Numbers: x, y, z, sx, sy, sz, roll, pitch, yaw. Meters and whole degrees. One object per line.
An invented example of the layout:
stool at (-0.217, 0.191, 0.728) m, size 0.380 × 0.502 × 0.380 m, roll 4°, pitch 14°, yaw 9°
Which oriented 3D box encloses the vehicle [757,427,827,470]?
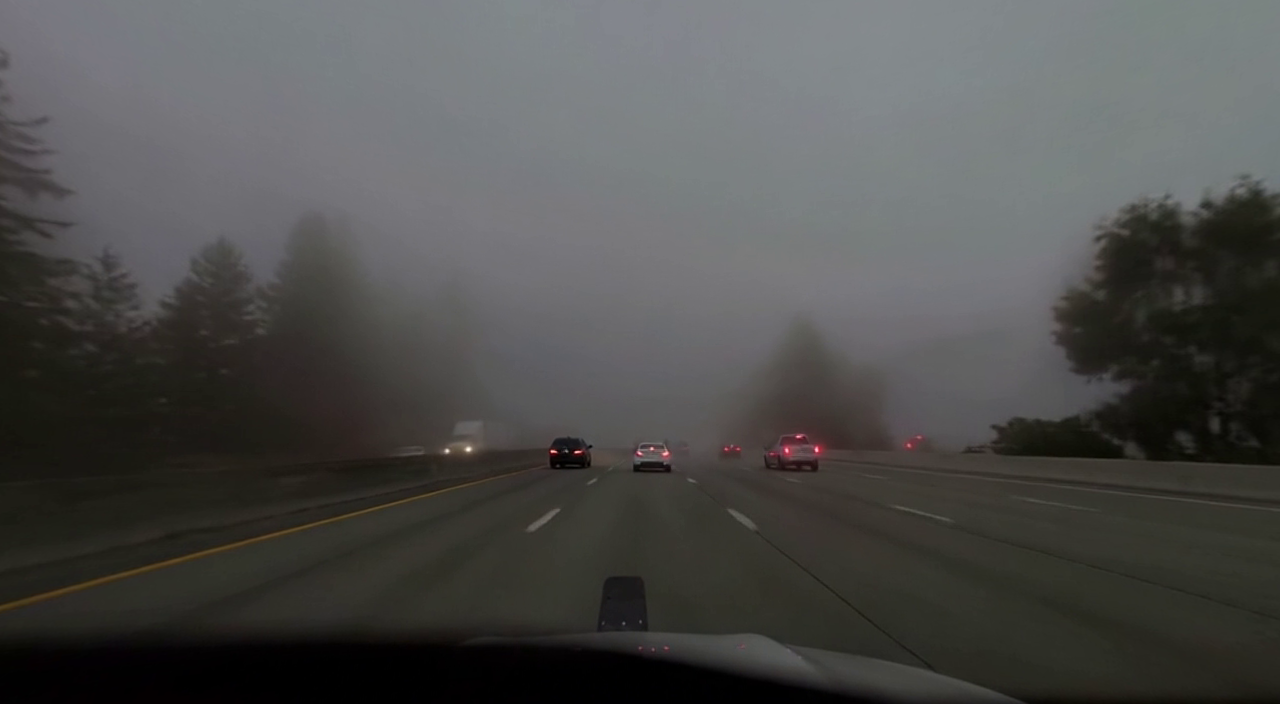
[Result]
vehicle at (7.237, 4.686, 30.699) m, size 2.094 × 1.916 × 5.099 m, roll 0°, pitch -8°, yaw 0°

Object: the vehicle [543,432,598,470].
vehicle at (-3.320, 4.832, 31.079) m, size 2.140 × 1.720 × 4.410 m, roll 0°, pitch -8°, yaw 1°

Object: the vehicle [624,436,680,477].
vehicle at (0.437, 4.184, 25.509) m, size 2.071 × 1.464 × 4.162 m, roll 0°, pitch -8°, yaw 0°

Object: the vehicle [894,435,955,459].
vehicle at (21.155, 7.105, 47.140) m, size 1.912 × 1.652 × 4.601 m, roll 1°, pitch -8°, yaw -8°

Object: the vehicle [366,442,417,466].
vehicle at (-19.431, 7.960, 49.451) m, size 1.973 × 1.775 × 4.772 m, roll 0°, pitch -8°, yaw 1°
